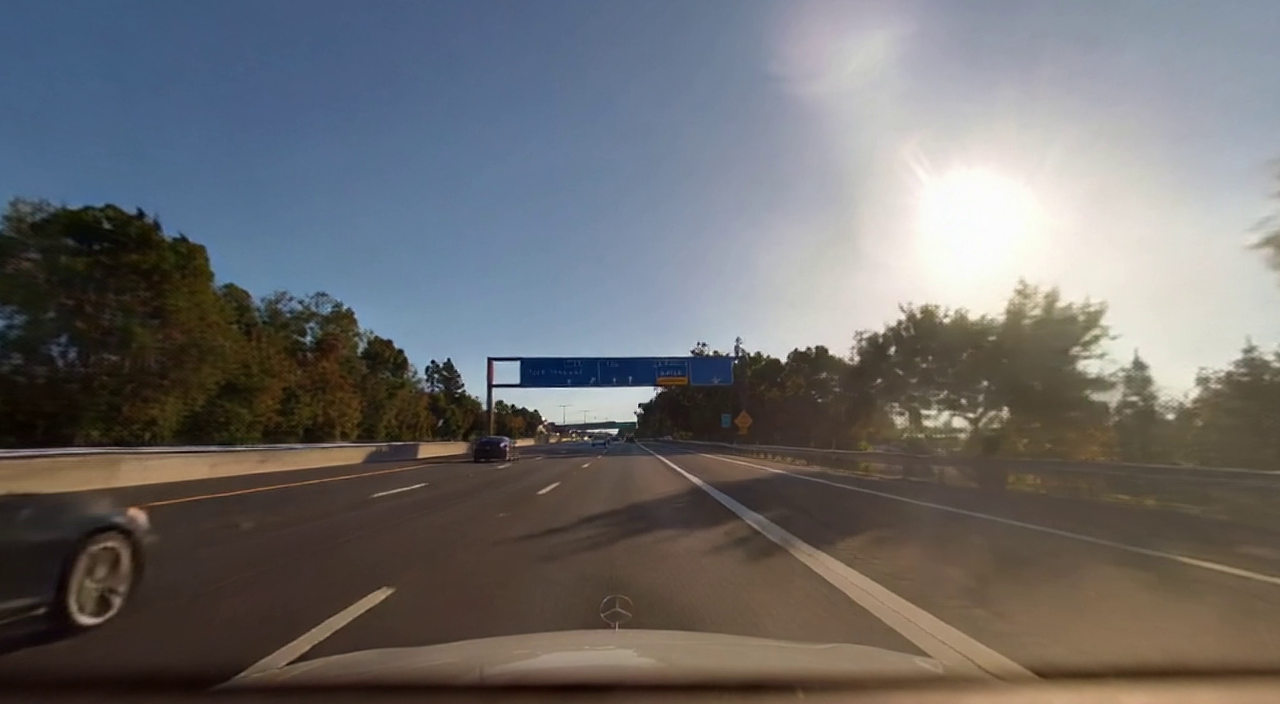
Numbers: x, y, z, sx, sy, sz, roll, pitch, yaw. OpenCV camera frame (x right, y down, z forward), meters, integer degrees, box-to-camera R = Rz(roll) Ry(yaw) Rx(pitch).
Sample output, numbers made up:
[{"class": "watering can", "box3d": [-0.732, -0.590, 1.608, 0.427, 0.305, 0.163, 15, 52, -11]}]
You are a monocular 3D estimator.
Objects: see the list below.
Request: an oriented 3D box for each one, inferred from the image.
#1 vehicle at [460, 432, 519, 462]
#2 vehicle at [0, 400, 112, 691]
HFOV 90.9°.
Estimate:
[{"class": "vehicle", "box3d": [-8.487, 5.360, 36.035, 2.092, 1.574, 5.251, 0, -8, 0]}, {"class": "vehicle", "box3d": [-4.249, 0.841, 2.026, 1.912, 1.495, 3.703, 0, -8, -1]}]
